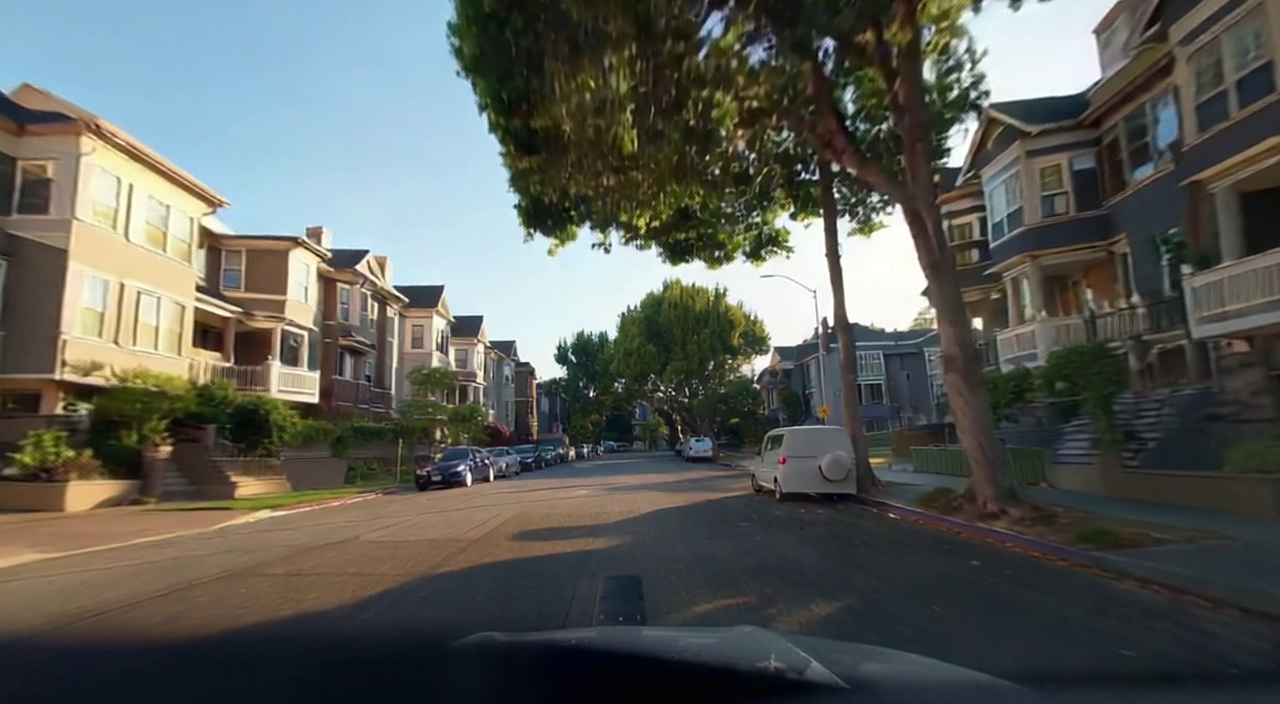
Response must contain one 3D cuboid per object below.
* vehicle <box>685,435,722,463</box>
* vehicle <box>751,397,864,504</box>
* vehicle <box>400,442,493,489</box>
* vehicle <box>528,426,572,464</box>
[{"bbox_3d":[4.708,7.331,47.662,2.216,1.955,4.970,0,-8,-1],"label":"vehicle"},{"bbox_3d":[4.142,2.495,15.992,2.158,2.478,2.078,-1,-9,-1],"label":"vehicle"},{"bbox_3d":[-6.913,4.113,23.073,2.003,1.501,4.779,-1,-9,-1],"label":"vehicle"},{"bbox_3d":[-6.723,7.137,47.855,2.341,2.674,5.753,-1,-10,1],"label":"vehicle"}]
